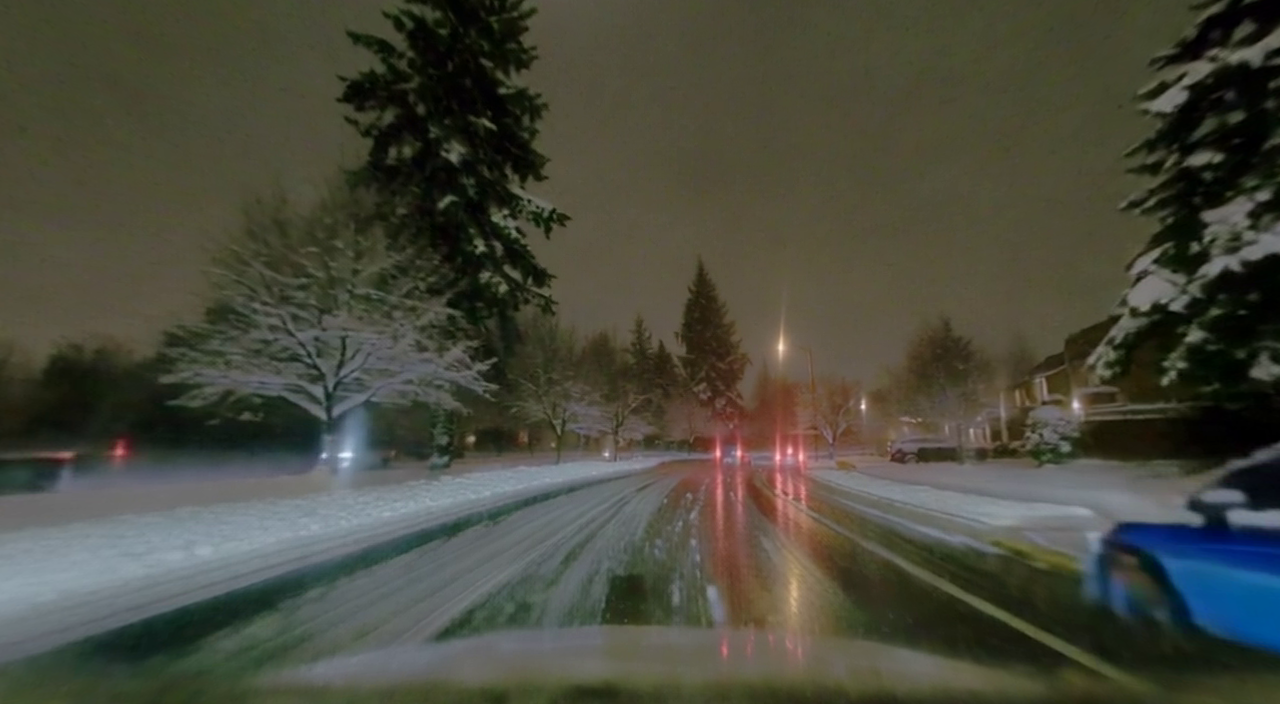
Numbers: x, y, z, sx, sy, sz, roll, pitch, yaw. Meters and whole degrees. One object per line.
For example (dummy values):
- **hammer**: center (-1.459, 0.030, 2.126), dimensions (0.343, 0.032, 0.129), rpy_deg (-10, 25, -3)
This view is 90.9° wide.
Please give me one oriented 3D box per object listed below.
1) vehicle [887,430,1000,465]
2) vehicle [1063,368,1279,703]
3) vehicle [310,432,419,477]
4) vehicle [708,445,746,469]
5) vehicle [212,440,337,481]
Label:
- **vehicle**: center (16.108, 5.107, 33.789), dimensions (4.999, 1.791, 2.177), rpy_deg (-2, -9, 14)
- **vehicle**: center (4.119, 0.851, 2.388), dimensions (2.169, 1.713, 4.137), rpy_deg (0, -9, 1)
- **vehicle**: center (-11.427, 4.287, 26.575), dimensions (2.071, 1.728, 4.514), rpy_deg (-1, -9, 8)
- **vehicle**: center (5.802, 6.915, 41.684), dimensions (2.050, 1.456, 4.003), rpy_deg (-2, -9, 14)
- **vehicle**: center (-15.392, 4.597, 26.881), dimensions (2.006, 1.575, 4.496), rpy_deg (-2, -9, 12)
